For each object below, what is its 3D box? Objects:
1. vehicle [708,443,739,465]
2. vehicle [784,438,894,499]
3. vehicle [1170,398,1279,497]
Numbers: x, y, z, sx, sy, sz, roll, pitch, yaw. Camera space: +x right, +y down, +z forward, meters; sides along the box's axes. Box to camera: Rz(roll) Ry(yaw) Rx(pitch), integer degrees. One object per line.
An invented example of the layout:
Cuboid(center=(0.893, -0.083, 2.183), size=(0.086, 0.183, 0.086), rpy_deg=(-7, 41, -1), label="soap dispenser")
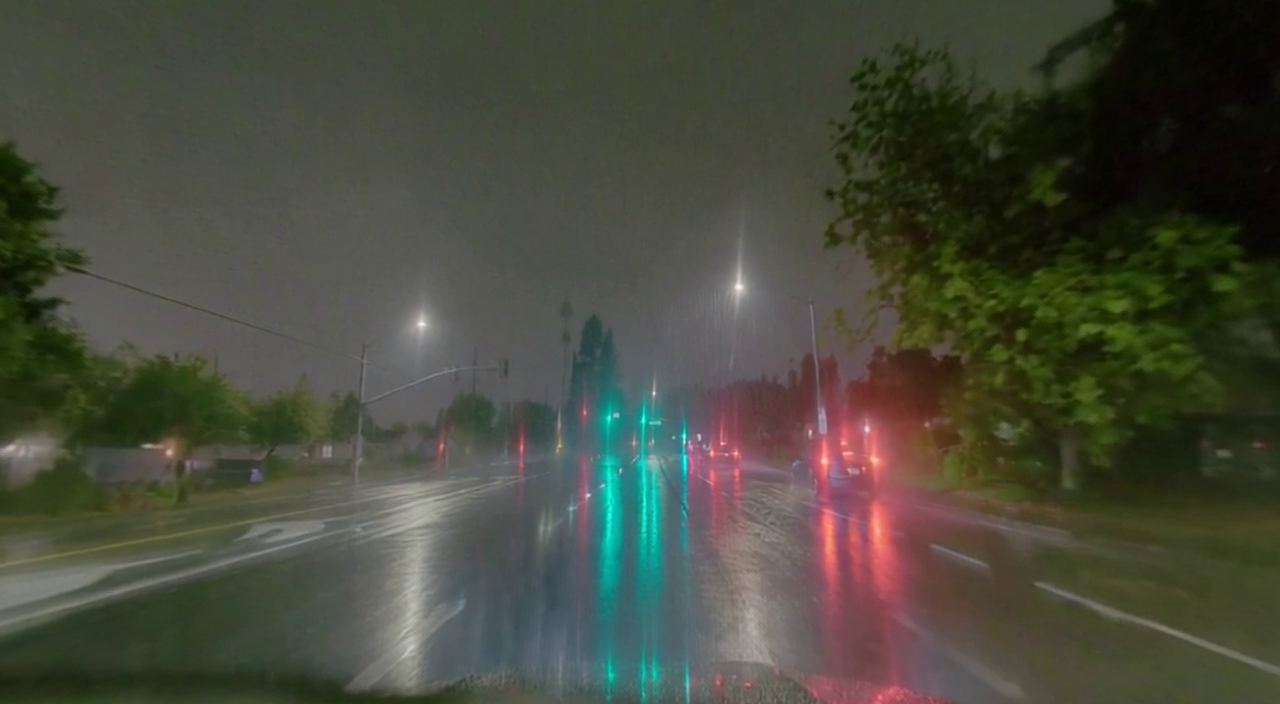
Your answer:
Cuboid(center=(6.171, 7.602, 47.199), size=(1.855, 1.520, 4.808), rpy_deg=(0, -8, 2), label="vehicle")
Cuboid(center=(5.650, 3.331, 18.463), size=(1.950, 1.567, 4.083), rpy_deg=(0, -8, 1), label="vehicle")
Cuboid(center=(13.290, 1.803, 11.927), size=(4.474, 1.710, 2.148), rpy_deg=(0, -8, 1), label="vehicle")
